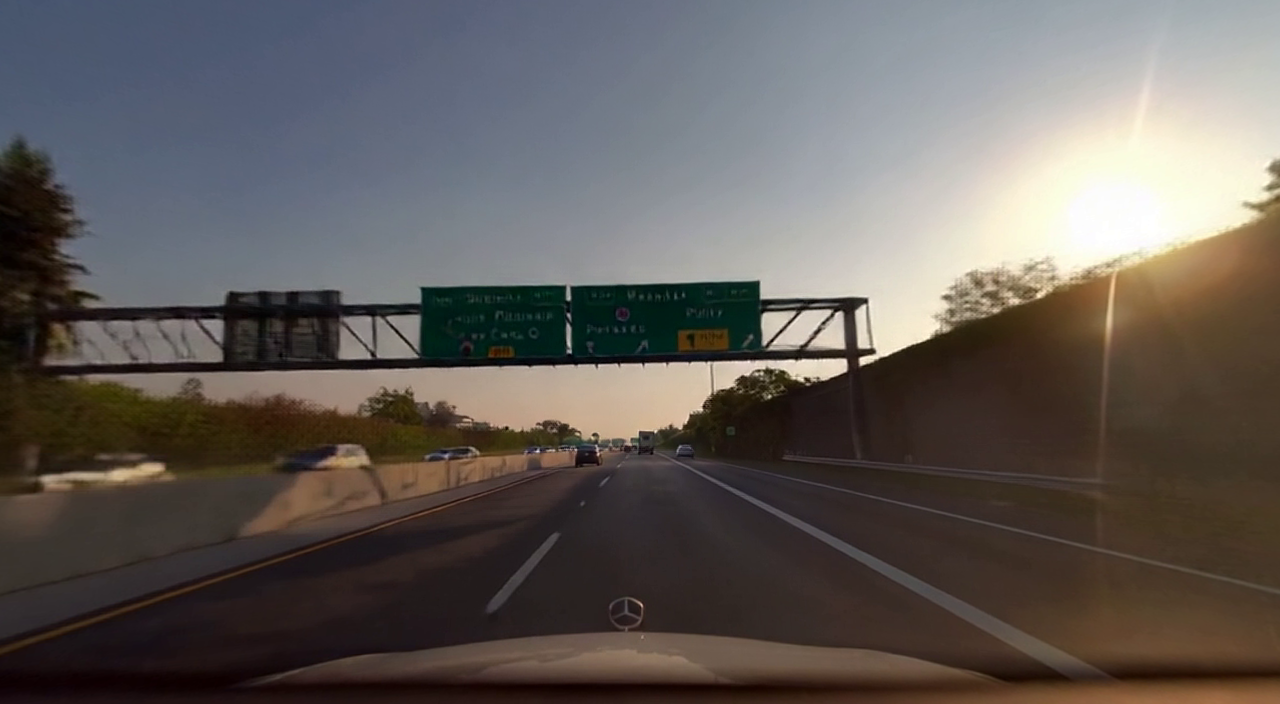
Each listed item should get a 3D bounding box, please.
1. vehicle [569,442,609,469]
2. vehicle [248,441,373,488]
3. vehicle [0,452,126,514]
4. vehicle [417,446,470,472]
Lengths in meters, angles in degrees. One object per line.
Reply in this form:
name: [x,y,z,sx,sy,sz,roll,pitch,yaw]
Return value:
vehicle: [-2.997,6.165,37.829,2.020,1.475,4.434,0,-9,1]
vehicle: [-11.666,3.985,22.747,1.931,1.501,4.621,0,-9,1]
vehicle: [-16.521,3.403,16.704,1.843,1.473,4.721,0,-9,0]
vehicle: [-11.688,6.392,37.789,1.802,1.439,4.099,0,-9,1]
